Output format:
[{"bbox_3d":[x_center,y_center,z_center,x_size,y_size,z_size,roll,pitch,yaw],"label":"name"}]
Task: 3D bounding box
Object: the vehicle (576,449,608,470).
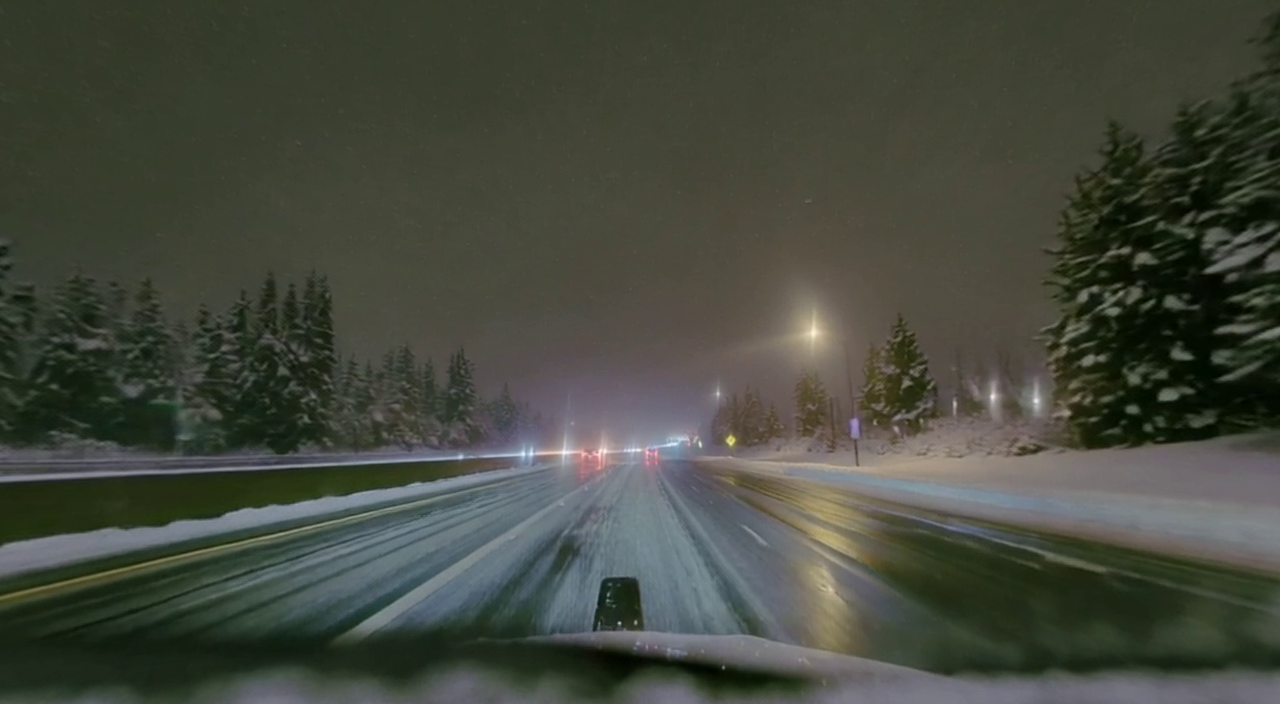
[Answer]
[{"bbox_3d":[-3.555,8.068,47.401,2.001,1.521,3.900,-1,-9,1],"label":"vehicle"}]
